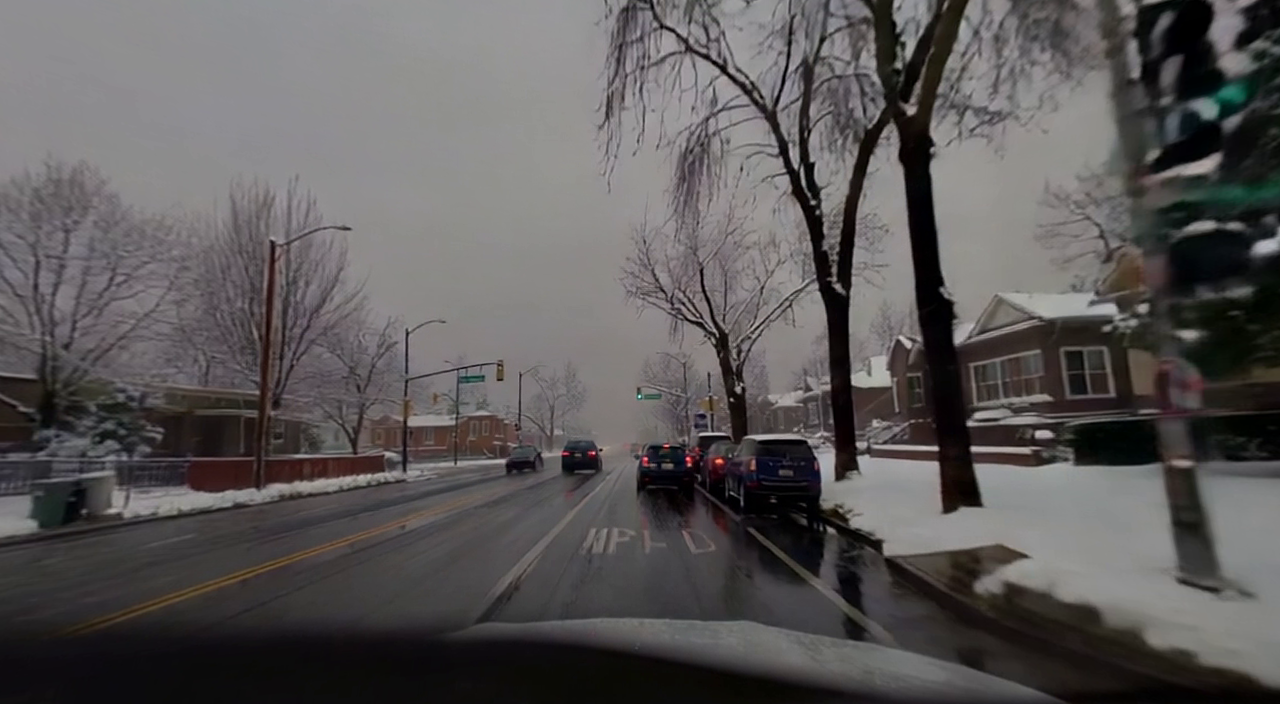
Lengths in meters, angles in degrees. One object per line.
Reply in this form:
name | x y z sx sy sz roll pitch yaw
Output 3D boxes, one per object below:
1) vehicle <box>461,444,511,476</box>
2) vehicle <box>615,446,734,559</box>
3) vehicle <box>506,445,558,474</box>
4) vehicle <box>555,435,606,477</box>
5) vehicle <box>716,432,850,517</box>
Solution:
vehicle | -9.060 6.363 37.370 1.850 1.720 4.237 -1 -8 0
vehicle | 0.383 2.151 9.611 1.485 1.385 3.283 1 -9 -2
vehicle | -5.971 5.982 35.315 2.055 1.521 4.639 0 -9 1
vehicle | -2.750 4.931 30.032 1.983 1.841 4.013 0 -8 1
vehicle | 2.984 2.642 14.096 1.905 1.589 4.028 0 -8 -3
